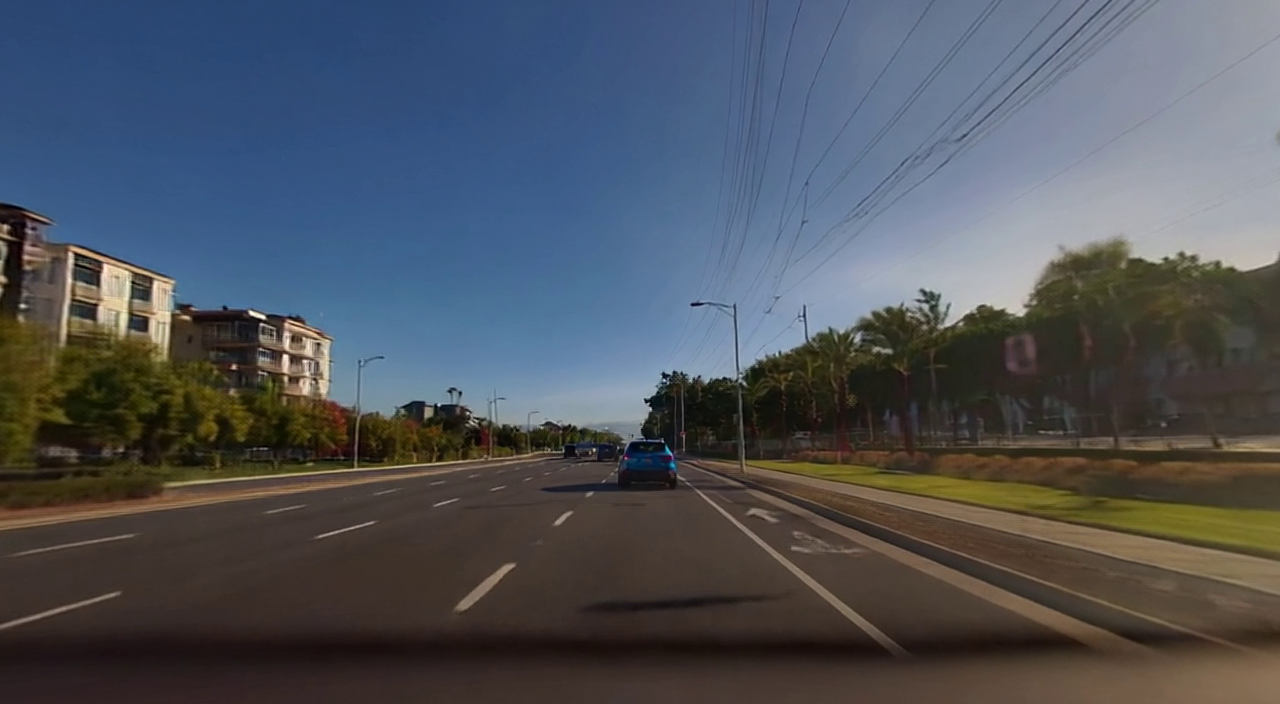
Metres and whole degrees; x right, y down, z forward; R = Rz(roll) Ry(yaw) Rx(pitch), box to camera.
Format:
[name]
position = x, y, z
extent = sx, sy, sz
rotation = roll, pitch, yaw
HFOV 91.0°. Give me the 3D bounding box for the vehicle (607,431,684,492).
[vehicle]
position = 0.147, 3.466, 20.224
extent = 2.198, 1.706, 4.166
rotation = 0, -9, 0
